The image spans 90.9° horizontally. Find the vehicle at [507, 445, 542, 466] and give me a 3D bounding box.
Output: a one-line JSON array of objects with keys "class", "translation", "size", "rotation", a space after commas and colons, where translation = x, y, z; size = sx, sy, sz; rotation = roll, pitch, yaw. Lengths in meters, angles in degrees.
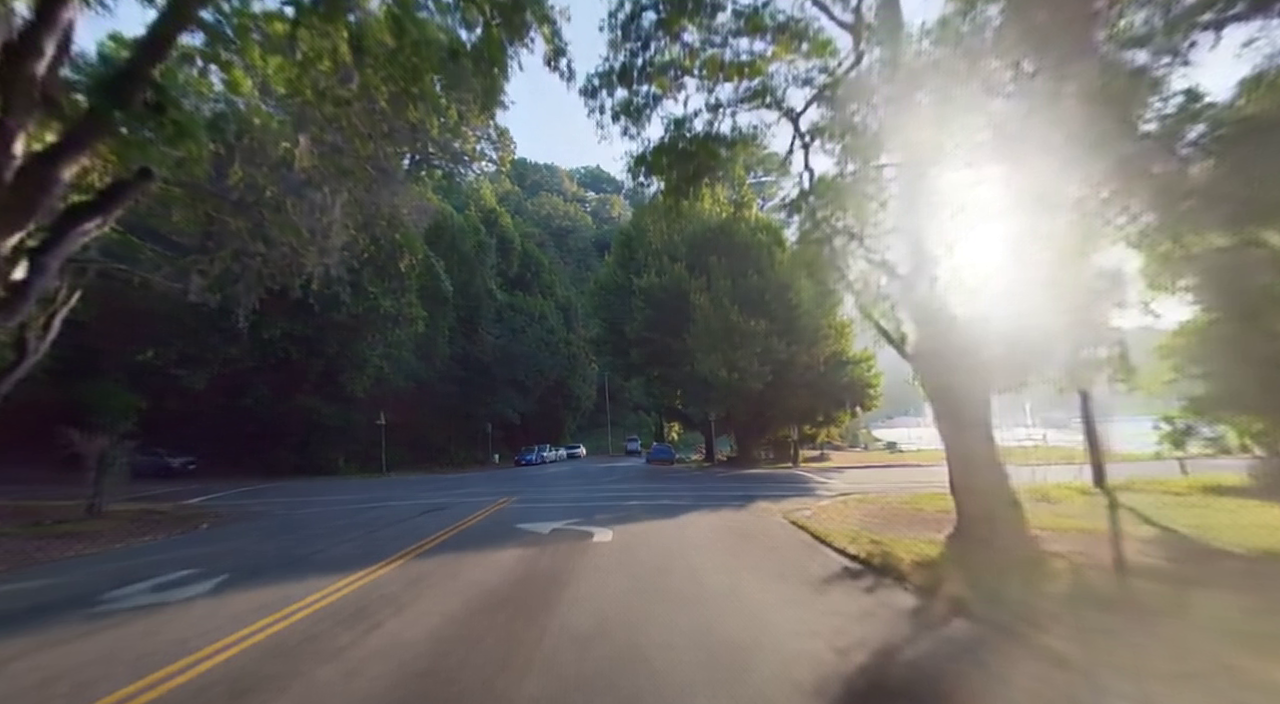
[{"class": "vehicle", "translation": [-8.762, 7.871, 48.208], "size": [2.102, 1.507, 4.049], "rotation": [0, -8, -3]}]

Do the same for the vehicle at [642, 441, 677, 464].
[{"class": "vehicle", "translation": [1.277, 6.825, 43.028], "size": [2.051, 1.461, 4.100], "rotation": [0, -8, -2]}]

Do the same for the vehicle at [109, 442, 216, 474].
[{"class": "vehicle", "translation": [-28.021, 6.203, 37.065], "size": [4.986, 1.796, 2.066], "rotation": [-1, -8, 11]}]
